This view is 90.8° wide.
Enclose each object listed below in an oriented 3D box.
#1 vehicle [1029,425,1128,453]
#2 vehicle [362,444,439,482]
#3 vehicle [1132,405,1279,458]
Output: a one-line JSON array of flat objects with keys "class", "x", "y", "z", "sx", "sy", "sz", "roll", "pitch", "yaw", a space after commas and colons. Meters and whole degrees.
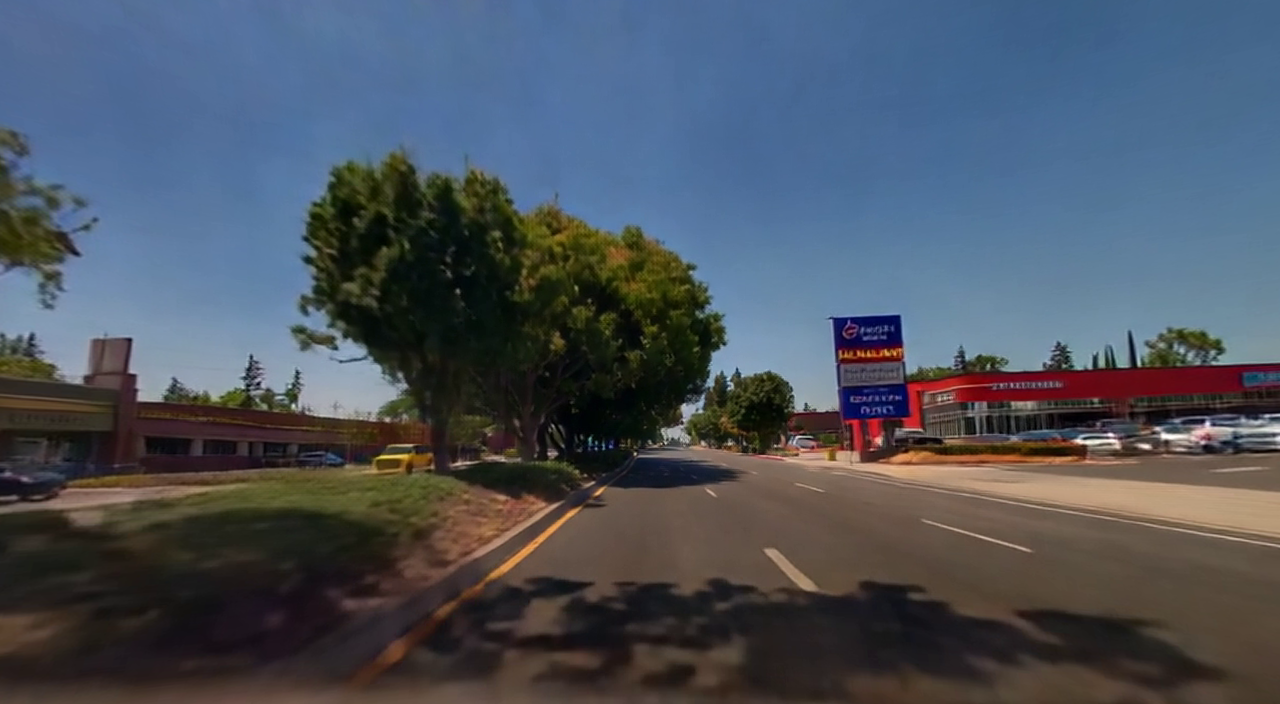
[{"class": "vehicle", "x": 22.453, "y": 4.474, "z": 32.458, "sx": 3.547, "sy": 1.360, "sz": 1.951, "roll": -1, "pitch": -9, "yaw": 3}, {"class": "vehicle", "x": -11.103, "y": 5.145, "z": 29.588, "sx": 1.896, "sy": 1.593, "sz": 4.014, "roll": 0, "pitch": -9, "yaw": 2}, {"class": "vehicle", "x": 21.895, "y": 2.884, "z": 23.373, "sx": 5.505, "sy": 1.592, "sz": 2.166, "roll": -3, "pitch": -7, "yaw": -1}]
